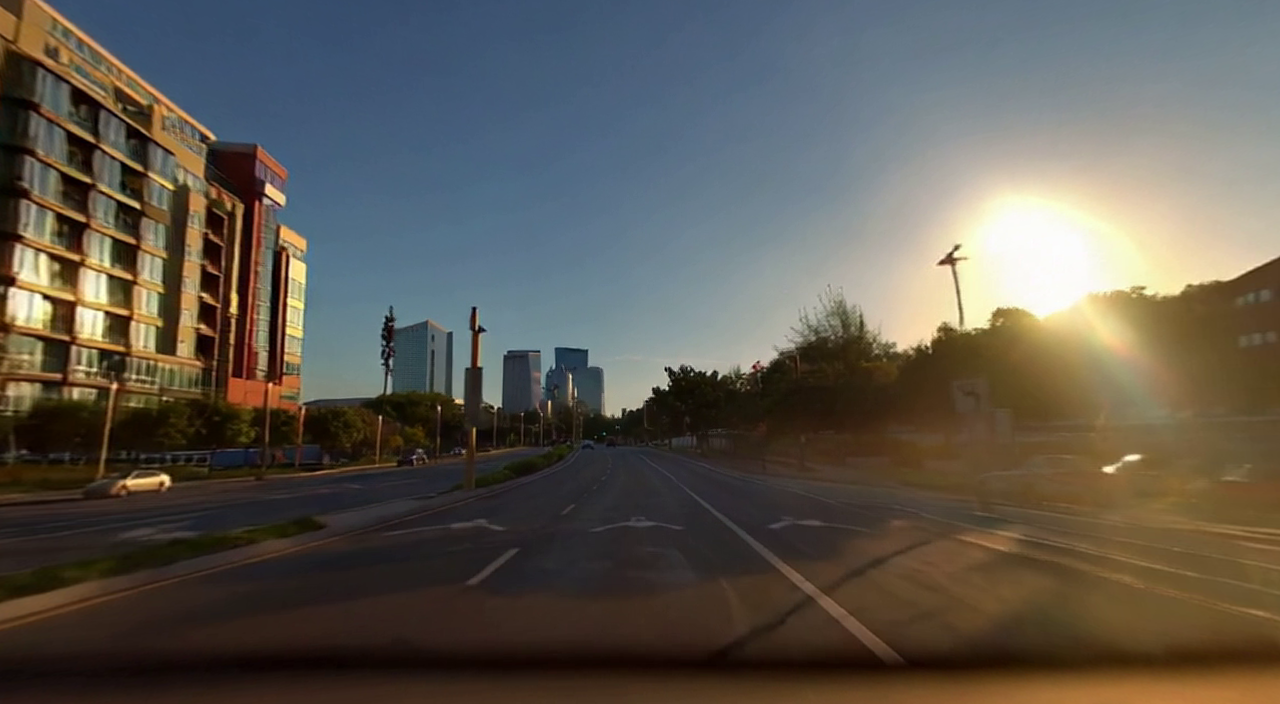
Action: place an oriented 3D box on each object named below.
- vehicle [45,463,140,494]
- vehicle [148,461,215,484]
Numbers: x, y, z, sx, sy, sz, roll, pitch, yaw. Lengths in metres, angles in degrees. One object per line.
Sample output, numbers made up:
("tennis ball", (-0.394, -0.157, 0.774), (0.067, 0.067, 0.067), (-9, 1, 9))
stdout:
("vehicle", (-29.021, 6.697, 33.547), (1.662, 1.428, 3.650), (0, -9, 1))
("vehicle", (-28.943, 7.605, 39.871), (1.518, 1.364, 3.470), (0, -10, 2))
